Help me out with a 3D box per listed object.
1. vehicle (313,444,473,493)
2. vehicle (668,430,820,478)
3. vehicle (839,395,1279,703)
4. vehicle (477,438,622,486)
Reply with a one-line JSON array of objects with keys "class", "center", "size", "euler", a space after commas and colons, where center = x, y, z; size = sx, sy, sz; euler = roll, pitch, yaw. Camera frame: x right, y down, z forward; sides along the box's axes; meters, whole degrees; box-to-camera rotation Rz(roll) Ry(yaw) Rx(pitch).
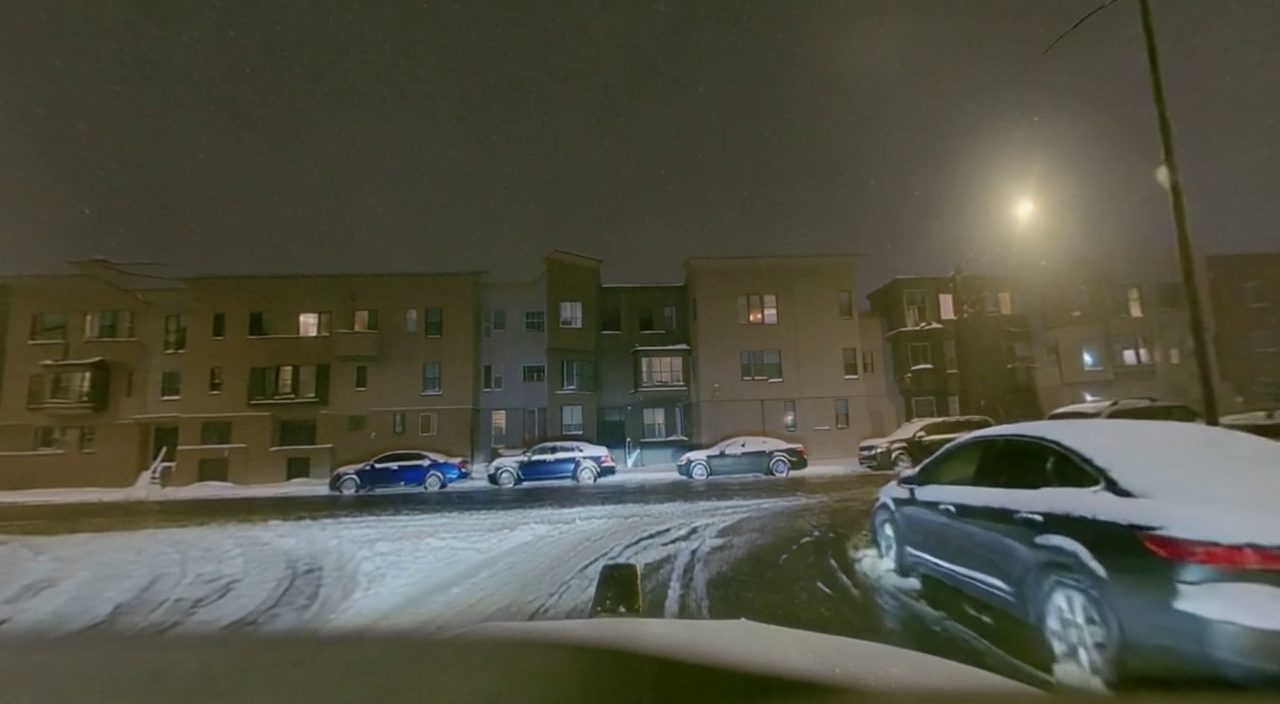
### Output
[{"class": "vehicle", "center": [-7.792, 3.706, 20.312], "size": [4.423, 1.449, 1.813], "euler": [1, -9, -5]}, {"class": "vehicle", "center": [3.353, 3.377, 20.979], "size": [4.681, 1.480, 1.817], "euler": [1, -8, -4]}, {"class": "vehicle", "center": [3.212, 1.270, 5.053], "size": [1.991, 1.489, 4.693], "euler": [0, -8, 4]}, {"class": "vehicle", "center": [-2.859, 3.578, 20.698], "size": [4.489, 1.470, 1.776], "euler": [1, -8, -4]}]
